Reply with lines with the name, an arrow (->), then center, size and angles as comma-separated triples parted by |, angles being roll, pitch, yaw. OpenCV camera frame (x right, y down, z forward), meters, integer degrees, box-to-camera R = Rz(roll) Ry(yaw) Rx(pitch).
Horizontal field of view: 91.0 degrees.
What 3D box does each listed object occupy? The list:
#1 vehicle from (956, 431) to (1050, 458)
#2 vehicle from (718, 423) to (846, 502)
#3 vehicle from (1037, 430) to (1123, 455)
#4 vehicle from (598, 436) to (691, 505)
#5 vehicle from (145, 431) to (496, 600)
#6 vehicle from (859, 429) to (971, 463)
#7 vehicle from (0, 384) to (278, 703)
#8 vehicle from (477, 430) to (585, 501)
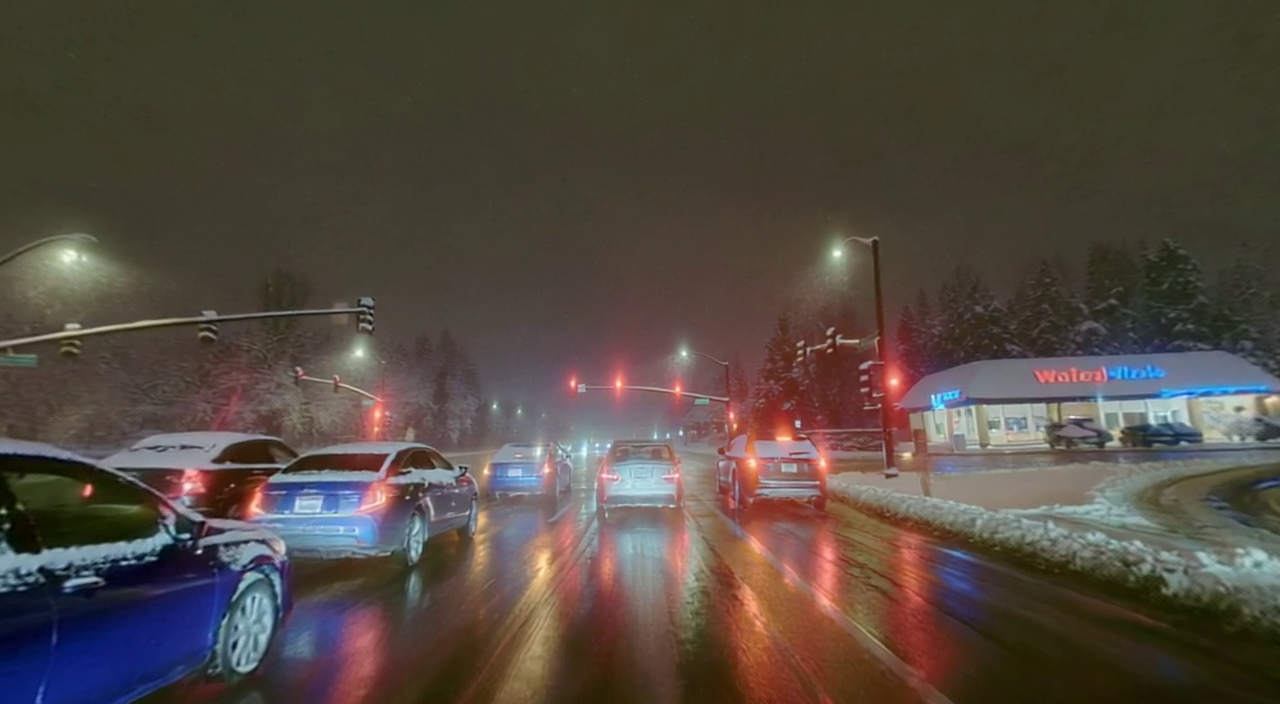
vehicle -> 23.353, 5.974, 40.673 | 4.781, 1.700, 1.986 | 0, -9, 1
vehicle -> 3.348, 2.734, 15.871 | 2.076, 1.691, 4.402 | 0, -9, -2
vehicle -> 30.588, 6.347, 43.857 | 4.432, 1.680, 1.932 | 0, -9, 2
vehicle -> 0.142, 2.913, 15.835 | 2.032, 1.499, 3.994 | 0, -9, 1
vehicle -> -3.335, 1.785, 7.810 | 2.014, 1.472, 4.357 | 0, -9, 1
vehicle -> 15.724, 5.462, 36.299 | 5.504, 1.821, 2.173 | -3, -9, 13
vehicle -> -3.077, 0.698, 0.816 | 2.249, 1.517, 4.951 | 0, -9, 0
vehicle -> -2.825, 3.080, 17.360 | 2.072, 1.694, 4.070 | 0, -9, 2
